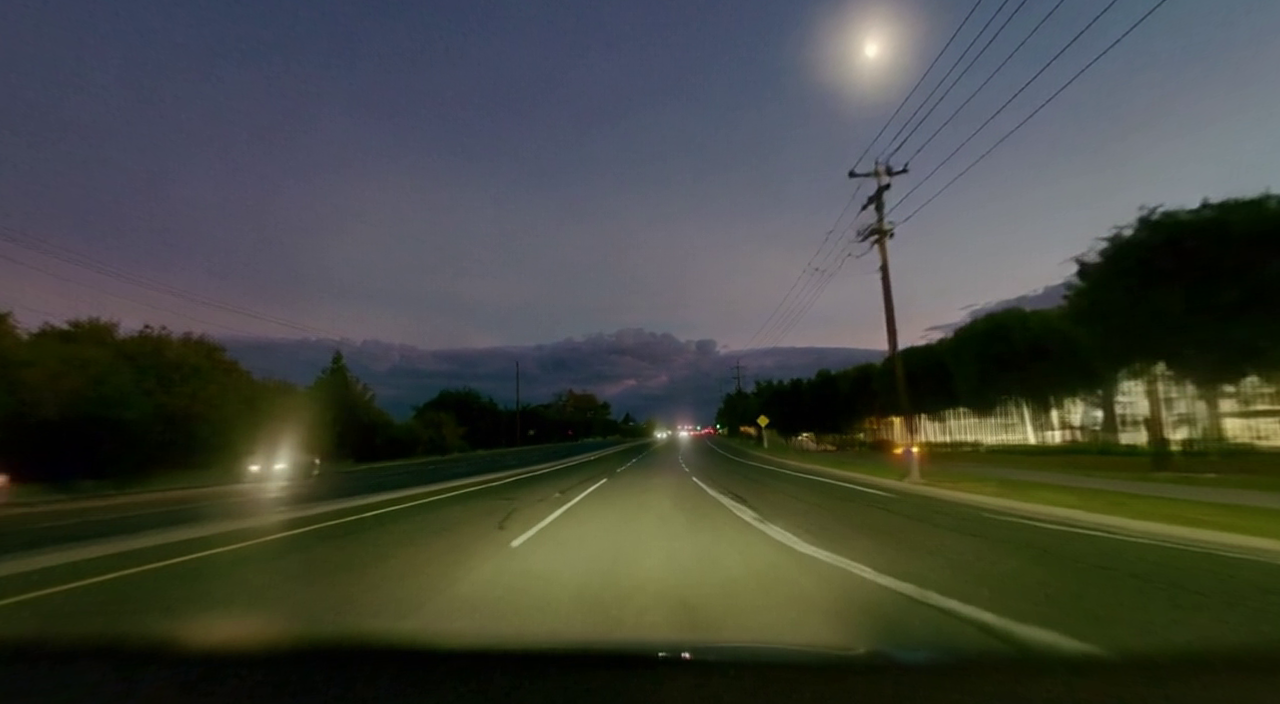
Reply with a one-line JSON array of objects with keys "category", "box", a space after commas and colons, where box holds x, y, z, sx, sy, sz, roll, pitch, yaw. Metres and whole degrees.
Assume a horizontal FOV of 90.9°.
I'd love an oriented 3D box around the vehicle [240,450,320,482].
[{"category": "vehicle", "box": [-20.393, 6.453, 35.963, 1.894, 1.632, 4.145, -1, -9, 4]}]
